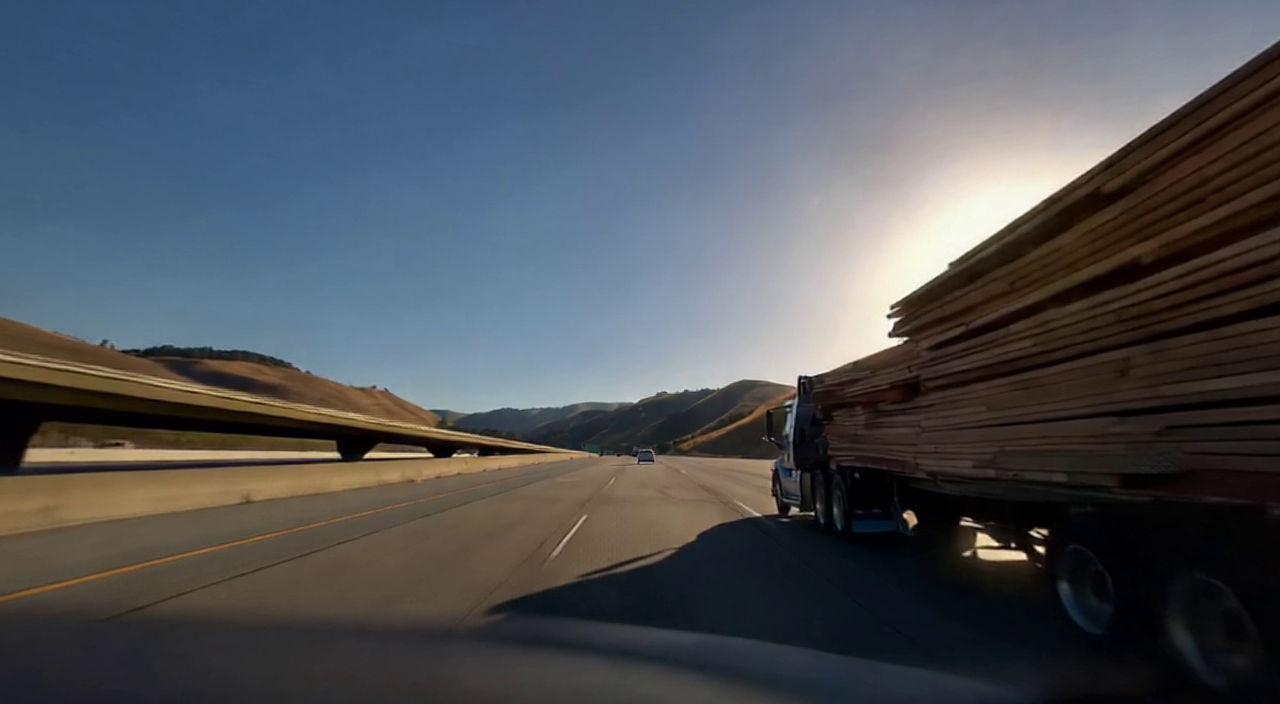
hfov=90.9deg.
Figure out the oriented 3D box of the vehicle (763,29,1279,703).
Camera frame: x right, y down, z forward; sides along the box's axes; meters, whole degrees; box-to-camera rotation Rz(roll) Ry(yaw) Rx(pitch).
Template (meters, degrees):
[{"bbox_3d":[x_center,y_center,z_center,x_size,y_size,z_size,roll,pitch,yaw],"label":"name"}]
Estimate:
[{"bbox_3d":[4.170,1.029,7.527,3.326,3.089,10.642,0,-9,0],"label":"vehicle"}]
